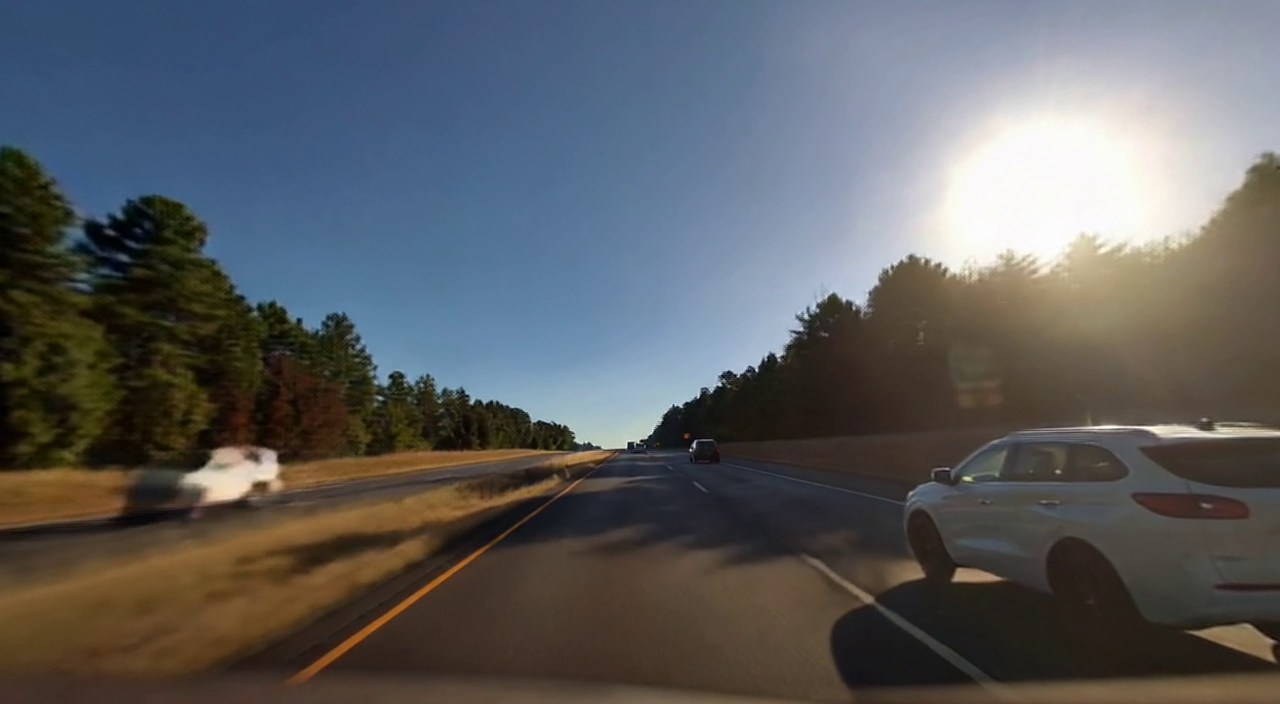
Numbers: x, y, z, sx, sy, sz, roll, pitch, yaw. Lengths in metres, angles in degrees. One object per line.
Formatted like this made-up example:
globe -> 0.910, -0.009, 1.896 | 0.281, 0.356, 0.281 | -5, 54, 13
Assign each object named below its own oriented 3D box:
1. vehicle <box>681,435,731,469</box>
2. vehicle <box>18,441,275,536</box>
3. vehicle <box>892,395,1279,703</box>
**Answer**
vehicle -> 3.435, 5.265, 33.471 | 2.043, 1.673, 4.016 | 0, -8, -2
vehicle -> -10.983, 3.003, 14.627 | 2.323, 1.799, 4.546 | 0, -8, -1
vehicle -> 3.828, 1.216, 4.764 | 1.999, 1.501, 4.221 | 0, -8, -1
